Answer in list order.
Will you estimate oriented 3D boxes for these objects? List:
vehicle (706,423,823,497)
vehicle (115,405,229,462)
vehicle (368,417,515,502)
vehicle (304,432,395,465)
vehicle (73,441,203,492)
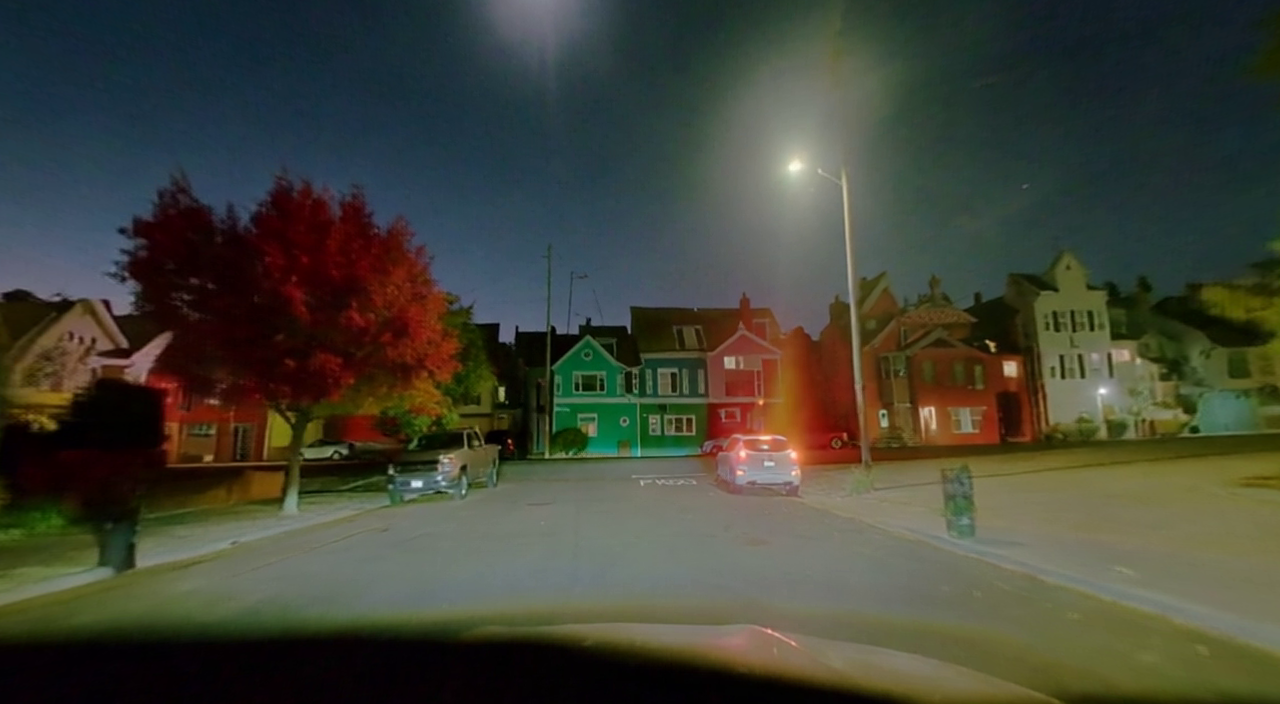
[{"bbox_3d":[3.350,3.002,18.055,2.109,1.811,4.886,0,-8,-3],"label":"vehicle"},{"bbox_3d":[-31.358,5.333,42.550,2.473,2.922,6.719,0,1,3],"label":"vehicle"},{"bbox_3d":[-5.560,3.104,18.881,2.480,2.084,6.353,0,-8,-1],"label":"vehicle"},{"bbox_3d":[-17.216,5.726,37.445,4.417,1.703,2.093,-1,-3,1],"label":"vehicle"},{"bbox_3d":[-15.932,3.589,20.209,1.563,1.433,3.492,0,-8,-7],"label":"vehicle"}]
